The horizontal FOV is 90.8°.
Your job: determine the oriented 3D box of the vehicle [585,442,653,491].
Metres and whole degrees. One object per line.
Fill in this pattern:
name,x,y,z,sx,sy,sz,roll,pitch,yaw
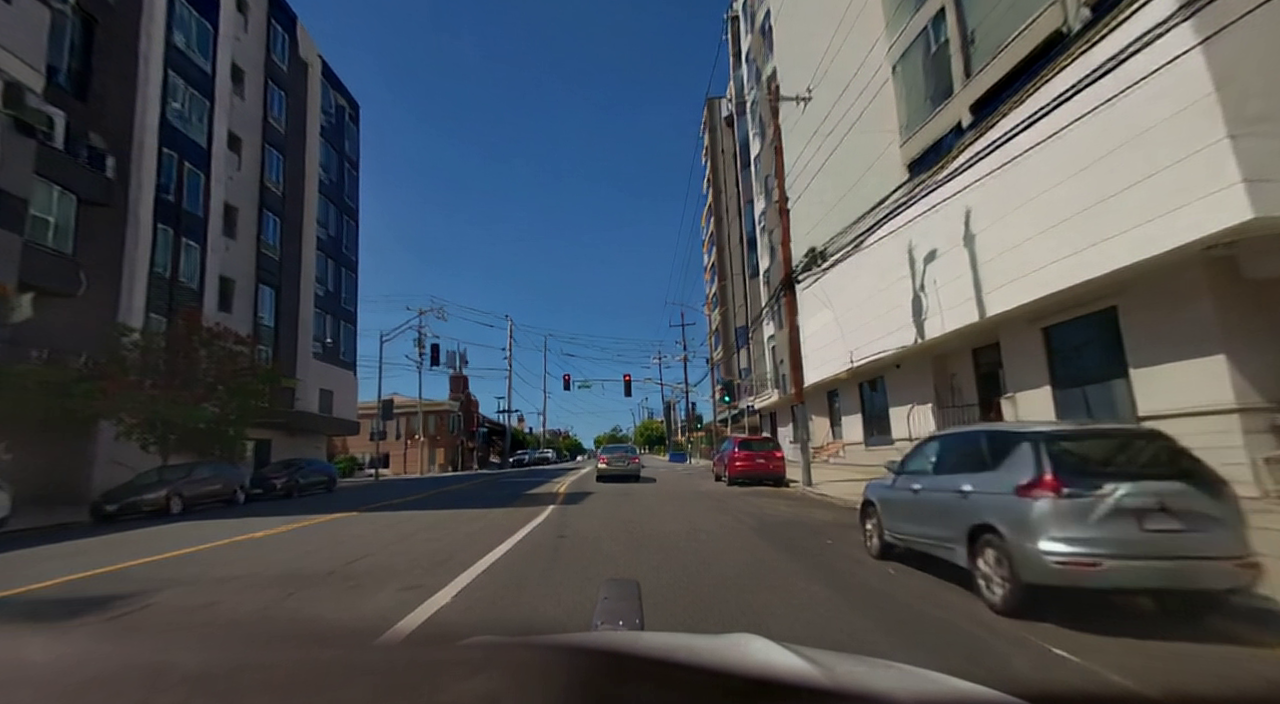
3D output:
vehicle,-0.637,3.747,20.999,2.019,1.453,4.129,0,-9,0

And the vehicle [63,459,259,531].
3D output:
vehicle,-12.017,3.567,16.245,2.004,1.526,3.807,0,-9,0

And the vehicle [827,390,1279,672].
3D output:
vehicle,3.699,1.459,6.300,2.186,1.764,4.470,0,-9,-1

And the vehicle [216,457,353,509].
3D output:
vehicle,-12.008,4.408,21.790,1.910,1.498,4.662,0,-9,1

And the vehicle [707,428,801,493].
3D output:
vehicle,3.716,3.649,21.680,2.248,1.945,5.011,0,-9,-1
